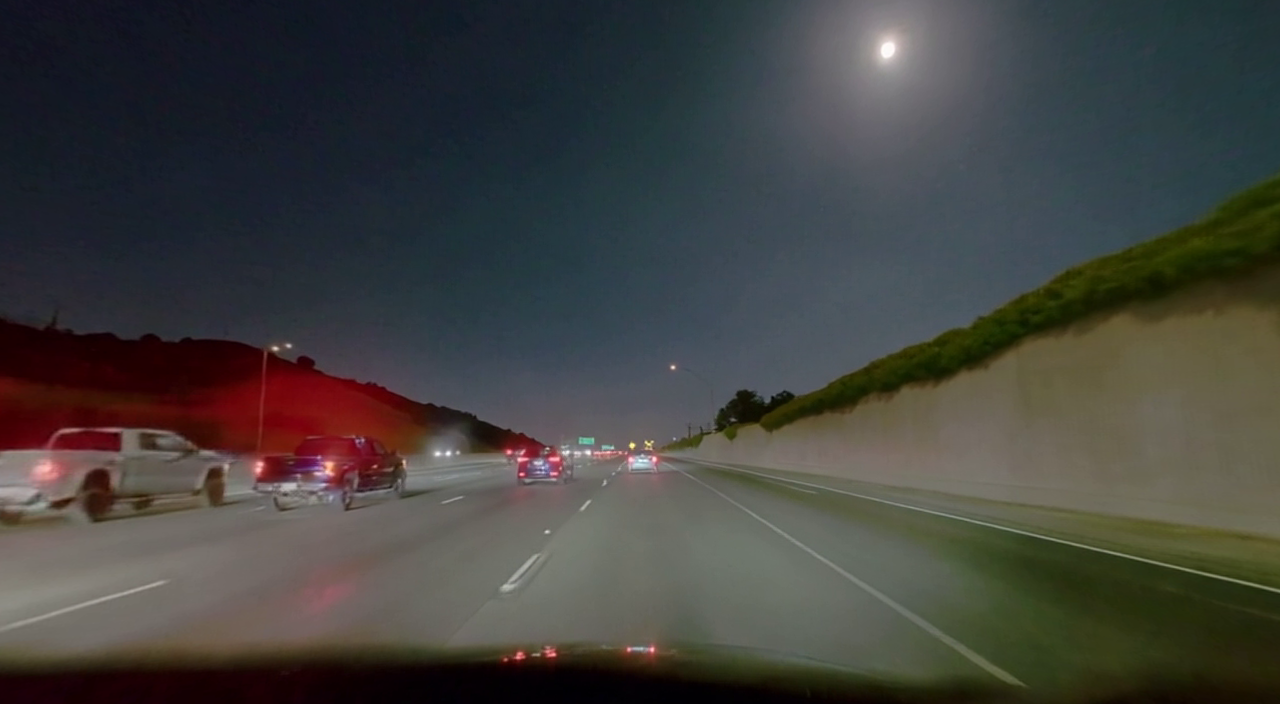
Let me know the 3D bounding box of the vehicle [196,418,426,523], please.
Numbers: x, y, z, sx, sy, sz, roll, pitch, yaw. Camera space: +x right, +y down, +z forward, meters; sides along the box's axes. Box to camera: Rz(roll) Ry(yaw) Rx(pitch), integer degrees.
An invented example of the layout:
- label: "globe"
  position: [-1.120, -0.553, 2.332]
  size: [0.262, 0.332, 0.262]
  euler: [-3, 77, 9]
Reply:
- label: "vehicle"
  position: [-6.751, 2.497, 13.870]
  size: [2.108, 1.856, 5.214]
  euler: [0, -9, 1]

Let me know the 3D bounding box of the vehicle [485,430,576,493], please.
- label: "vehicle"
  position: [-3.437, 3.550, 20.769]
  size: [2.093, 1.820, 4.506]
  euler: [0, -9, 1]

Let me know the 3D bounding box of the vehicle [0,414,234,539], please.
- label: "vehicle"
  position: [-10.996, 2.343, 12.549]
  size: [2.230, 1.928, 5.333]
  euler: [0, -9, 0]

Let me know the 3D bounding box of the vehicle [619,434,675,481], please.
- label: "vehicle"
  position: [0.252, 4.506, 27.155]
  size: [2.233, 1.804, 4.273]
  euler: [0, -9, -1]
